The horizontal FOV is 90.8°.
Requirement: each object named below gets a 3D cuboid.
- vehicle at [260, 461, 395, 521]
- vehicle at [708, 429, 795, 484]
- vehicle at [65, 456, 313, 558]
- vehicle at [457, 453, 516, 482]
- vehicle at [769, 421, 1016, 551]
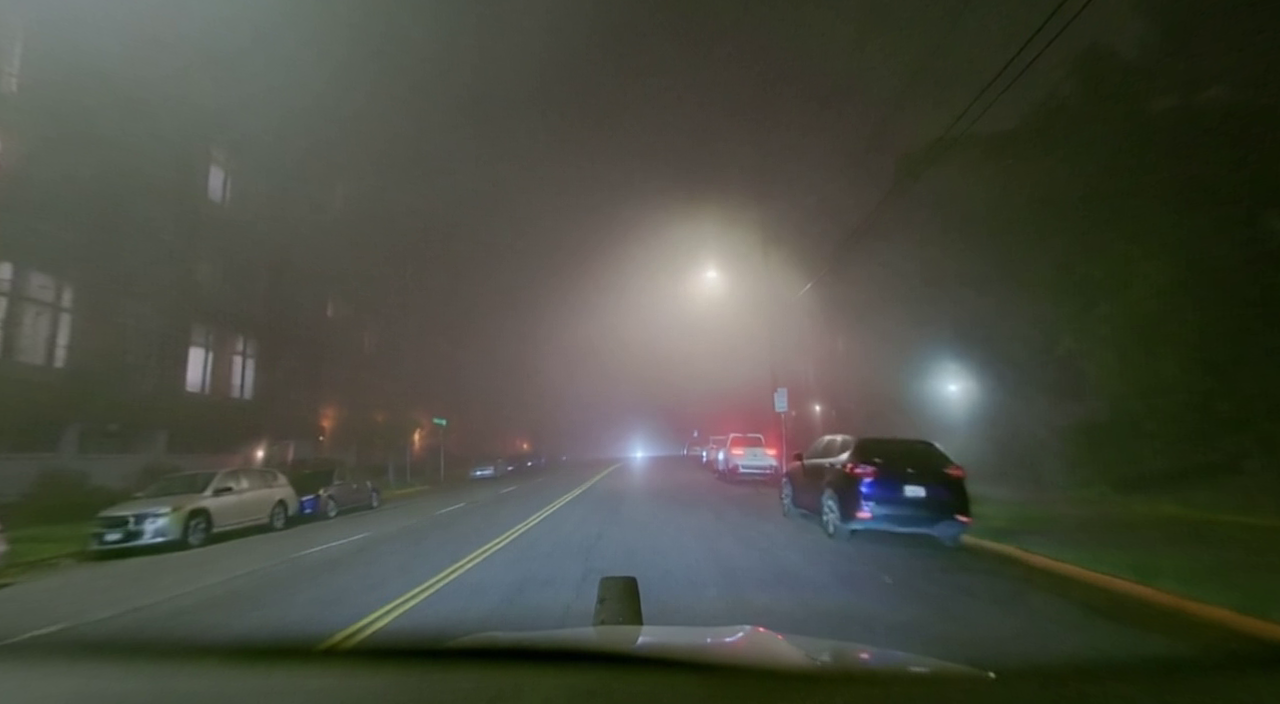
[{"bbox_3d":[-9.156,4.089,19.010,1.818,1.469,4.349,-1,-9,0],"label":"vehicle"},{"bbox_3d":[3.889,3.766,22.996,2.225,1.759,4.817,0,-9,-1],"label":"vehicle"},{"bbox_3d":[-9.364,3.194,13.734,2.061,1.748,4.316,-1,-9,2],"label":"vehicle"},{"bbox_3d":[-8.850,6.665,36.862,2.208,1.508,4.590,-1,-9,1],"label":"vehicle"},{"bbox_3d":[3.728,2.067,10.502,2.089,1.638,4.628,0,-9,-1],"label":"vehicle"}]
